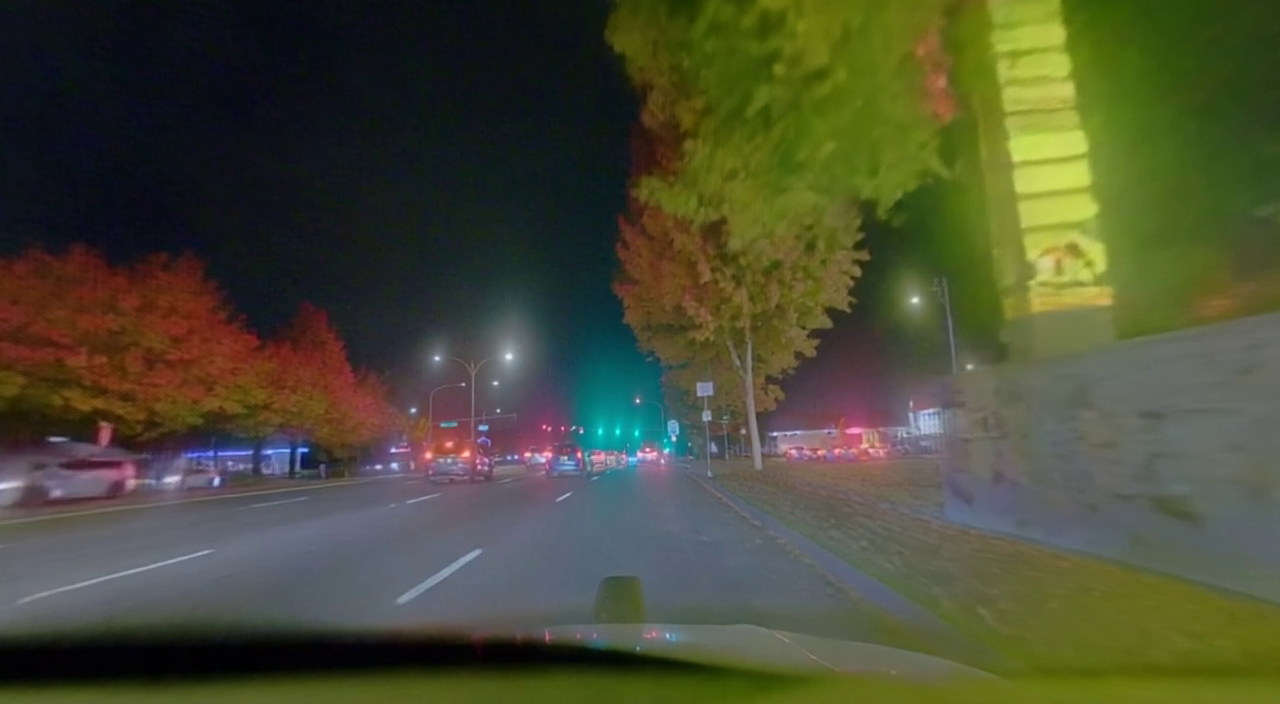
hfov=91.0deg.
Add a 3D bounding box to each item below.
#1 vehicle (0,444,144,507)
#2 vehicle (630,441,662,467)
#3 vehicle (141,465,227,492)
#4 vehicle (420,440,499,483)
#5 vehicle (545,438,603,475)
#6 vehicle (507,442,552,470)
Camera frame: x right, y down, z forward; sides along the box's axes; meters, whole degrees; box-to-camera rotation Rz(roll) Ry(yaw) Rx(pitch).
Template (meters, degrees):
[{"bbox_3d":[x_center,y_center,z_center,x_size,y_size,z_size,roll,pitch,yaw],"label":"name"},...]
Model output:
[{"bbox_3d":[-21.973,4.469,23.359,2.288,2.026,5.649,0,-9,3],"label":"vehicle"},{"bbox_3d":[0.378,7.131,44.271,2.144,1.704,4.028,1,-9,-1],"label":"vehicle"},{"bbox_3d":[-33.294,9.202,46.173,2.096,1.699,4.912,-1,-9,10],"label":"vehicle"},{"bbox_3d":[-7.393,4.506,26.266,1.932,1.596,4.247,0,-9,2],"label":"vehicle"},{"bbox_3d":[-3.099,5.040,30.590,2.165,1.663,4.513,0,-9,1],"label":"vehicle"},{"bbox_3d":[-7.266,6.871,41.829,2.069,1.719,4.441,0,-9,2],"label":"vehicle"}]
